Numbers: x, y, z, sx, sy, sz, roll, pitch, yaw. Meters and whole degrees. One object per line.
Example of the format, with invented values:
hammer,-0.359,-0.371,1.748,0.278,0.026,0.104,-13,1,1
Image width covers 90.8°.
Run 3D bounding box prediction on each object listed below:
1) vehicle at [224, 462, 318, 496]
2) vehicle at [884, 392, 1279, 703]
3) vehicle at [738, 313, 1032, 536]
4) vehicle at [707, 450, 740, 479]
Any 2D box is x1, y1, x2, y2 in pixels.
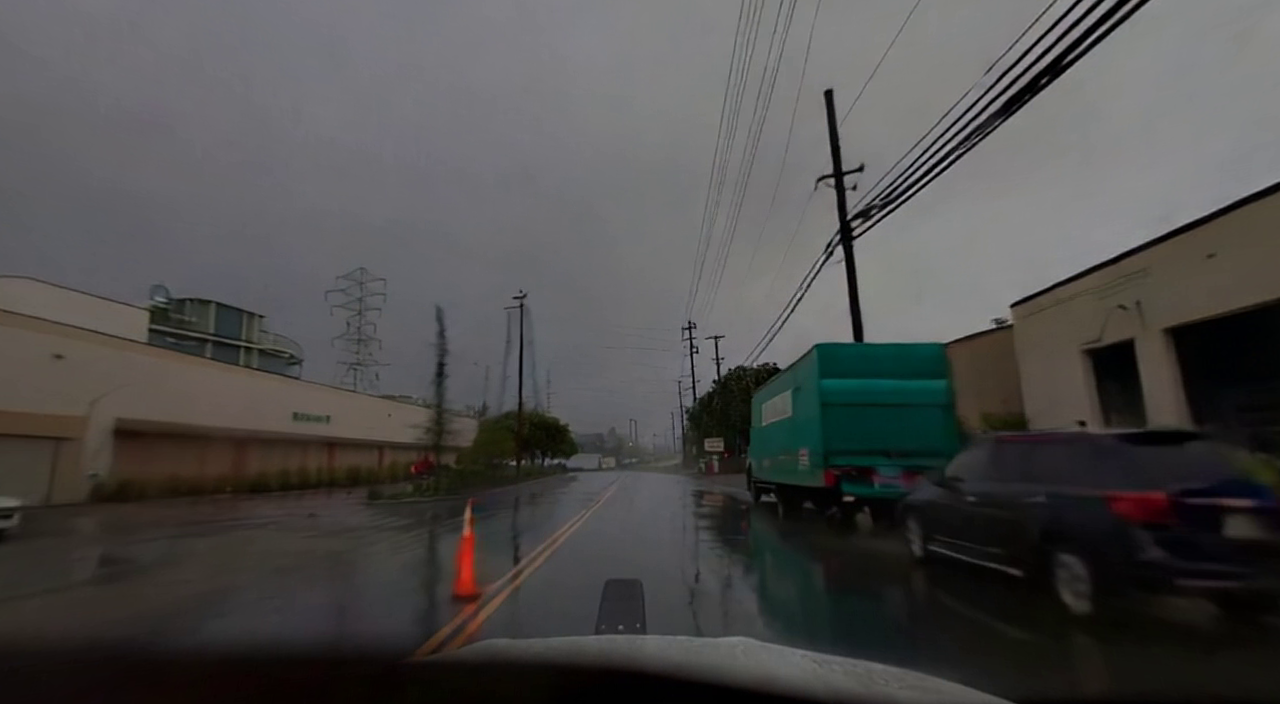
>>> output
vehicle,-22.544,7.749,38.749,4.417,1.867,2.030,1,-9,-5
vehicle,4.100,1.394,5.697,1.892,1.696,4.332,0,-9,-3
vehicle,4.153,1.697,13.170,3.058,3.269,7.674,-1,-10,1
vehicle,6.098,8.249,46.656,2.010,1.985,5.124,-1,-9,3
